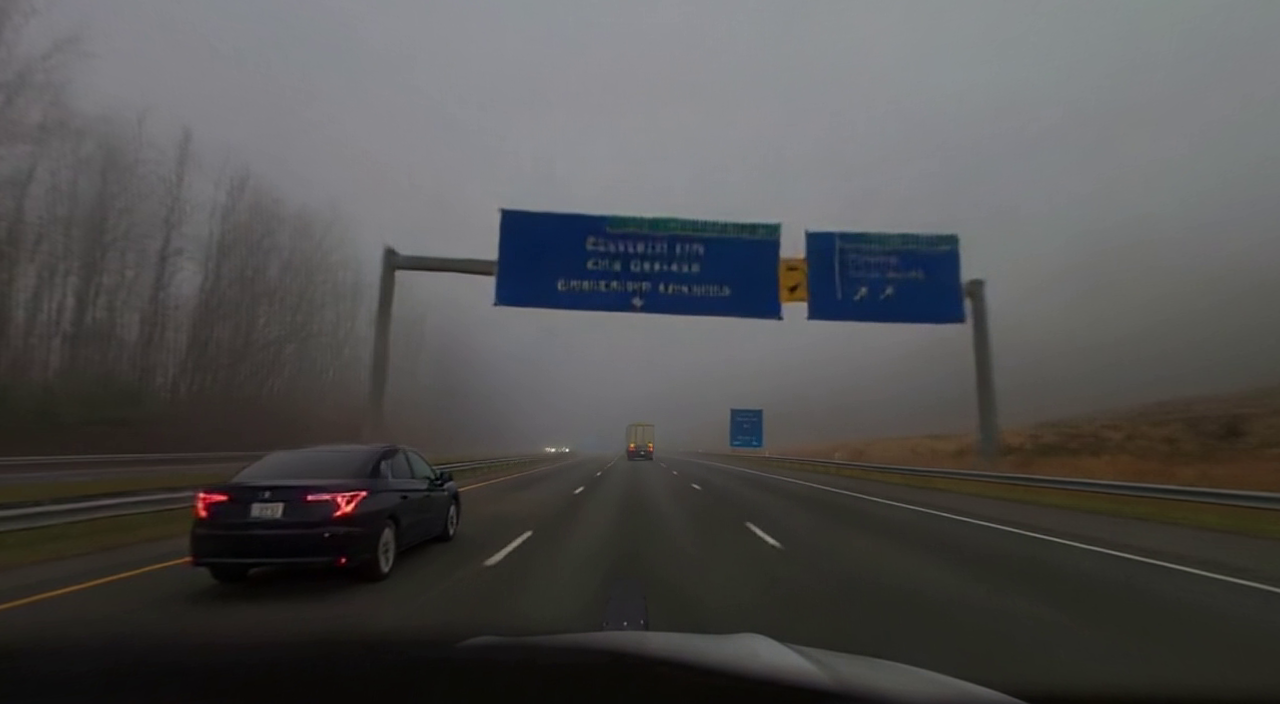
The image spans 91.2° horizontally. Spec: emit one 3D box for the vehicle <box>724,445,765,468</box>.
[{"bbox_3d":[7.680,7.731,46.639,2.081,1.576,5.604,0,-9,0],"label":"vehicle"}]

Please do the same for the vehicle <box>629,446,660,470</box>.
[{"bbox_3d":[0.286,6.768,40.310,1.859,1.478,3.799,0,-9,0],"label":"vehicle"}]

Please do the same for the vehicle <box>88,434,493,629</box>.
[{"bbox_3d":[-3.259,1.735,7.173,2.012,1.500,4.452,0,-9,1],"label":"vehicle"}]
